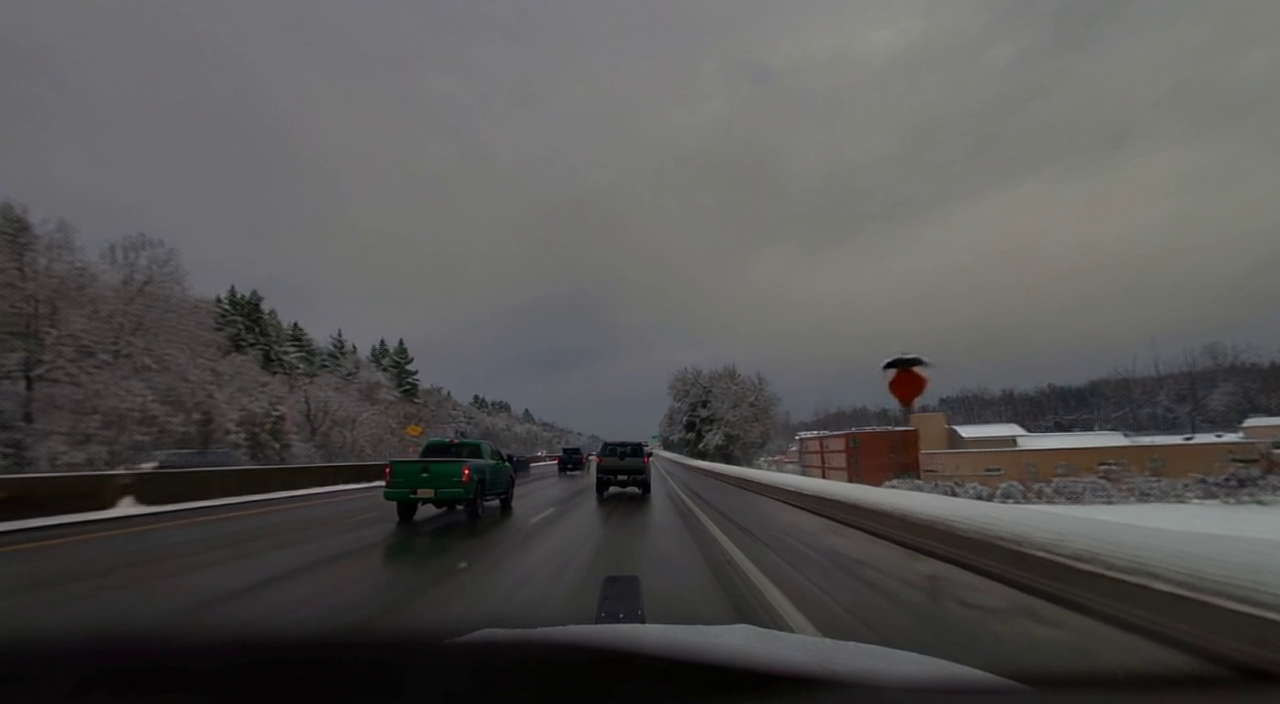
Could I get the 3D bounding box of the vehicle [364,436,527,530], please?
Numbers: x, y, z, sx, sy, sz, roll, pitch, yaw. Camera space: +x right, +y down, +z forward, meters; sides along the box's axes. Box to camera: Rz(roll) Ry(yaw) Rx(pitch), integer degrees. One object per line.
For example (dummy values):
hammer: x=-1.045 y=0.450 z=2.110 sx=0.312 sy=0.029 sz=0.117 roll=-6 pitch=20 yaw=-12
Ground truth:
vehicle: x=-4.048 y=2.798 z=14.276 sx=2.038 sy=1.704 sz=5.181 roll=0 pitch=-8 yaw=0

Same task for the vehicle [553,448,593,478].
vehicle: x=-4.225 y=7.055 z=40.428 sx=1.991 sy=1.776 sz=4.333 roll=0 pitch=-8 yaw=2

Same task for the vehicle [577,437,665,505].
vehicle: x=-0.470 y=3.429 z=18.680 sx=2.293 sy=1.753 sz=4.380 roll=0 pitch=-8 yaw=1

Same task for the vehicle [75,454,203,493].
vehicle: x=-21.323 y=5.137 z=27.144 sx=1.851 sy=1.473 sz=4.376 roll=0 pitch=-9 yaw=1
